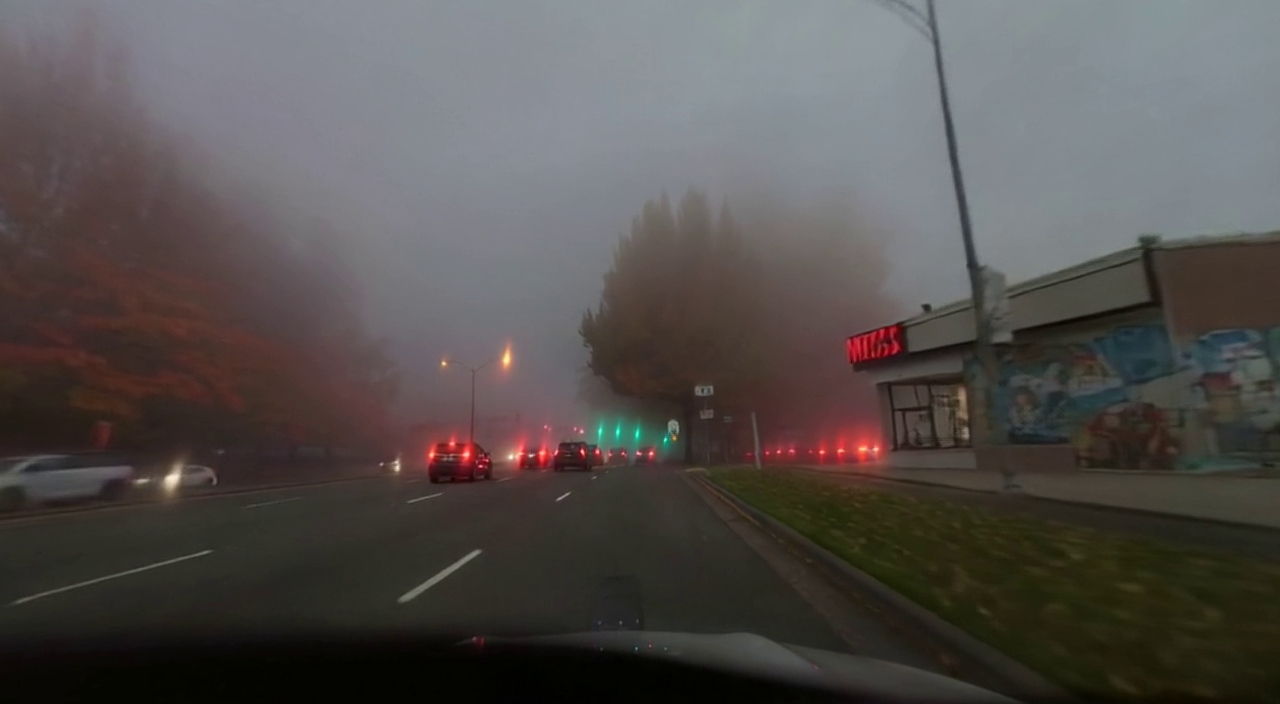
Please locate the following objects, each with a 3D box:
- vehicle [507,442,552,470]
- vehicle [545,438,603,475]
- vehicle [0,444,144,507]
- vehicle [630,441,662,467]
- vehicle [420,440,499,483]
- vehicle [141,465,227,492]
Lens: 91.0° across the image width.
[{"bbox_3d":[-7.266,6.871,41.829,2.069,1.719,4.441,0,-9,2],"label":"vehicle"},{"bbox_3d":[-3.099,5.040,30.590,2.165,1.663,4.513,0,-9,1],"label":"vehicle"},{"bbox_3d":[-21.973,4.469,23.359,2.288,2.026,5.649,0,-9,3],"label":"vehicle"},{"bbox_3d":[0.378,7.131,44.271,2.144,1.704,4.028,1,-9,-1],"label":"vehicle"},{"bbox_3d":[-7.393,4.506,26.266,1.932,1.596,4.247,0,-9,2],"label":"vehicle"},{"bbox_3d":[-33.294,9.202,46.173,2.096,1.699,4.912,-1,-9,10],"label":"vehicle"}]
